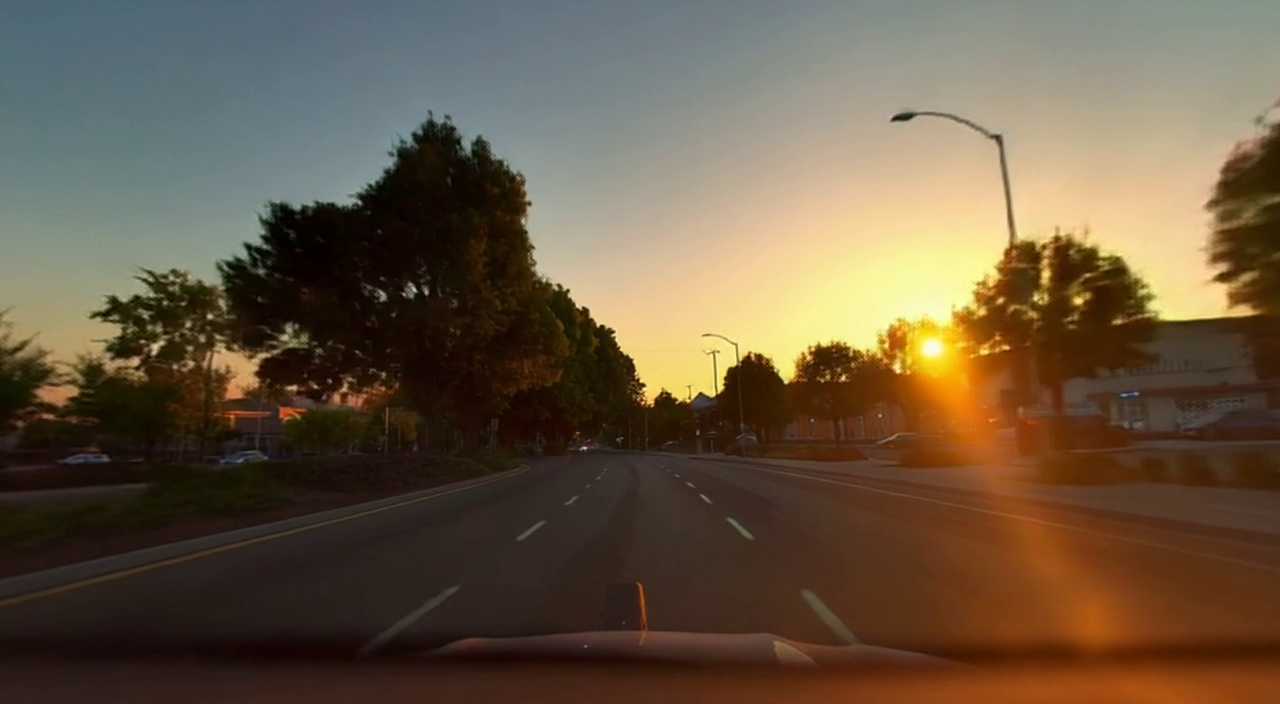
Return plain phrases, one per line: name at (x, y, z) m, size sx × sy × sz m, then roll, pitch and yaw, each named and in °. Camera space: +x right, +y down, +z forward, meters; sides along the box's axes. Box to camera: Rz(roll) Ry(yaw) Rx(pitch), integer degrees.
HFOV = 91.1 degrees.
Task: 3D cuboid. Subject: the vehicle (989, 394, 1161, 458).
vehicle at (23.408, 4.048, 34.067) m, size 7.144 × 3.248 × 2.873 m, roll 1°, pitch -9°, yaw -3°
